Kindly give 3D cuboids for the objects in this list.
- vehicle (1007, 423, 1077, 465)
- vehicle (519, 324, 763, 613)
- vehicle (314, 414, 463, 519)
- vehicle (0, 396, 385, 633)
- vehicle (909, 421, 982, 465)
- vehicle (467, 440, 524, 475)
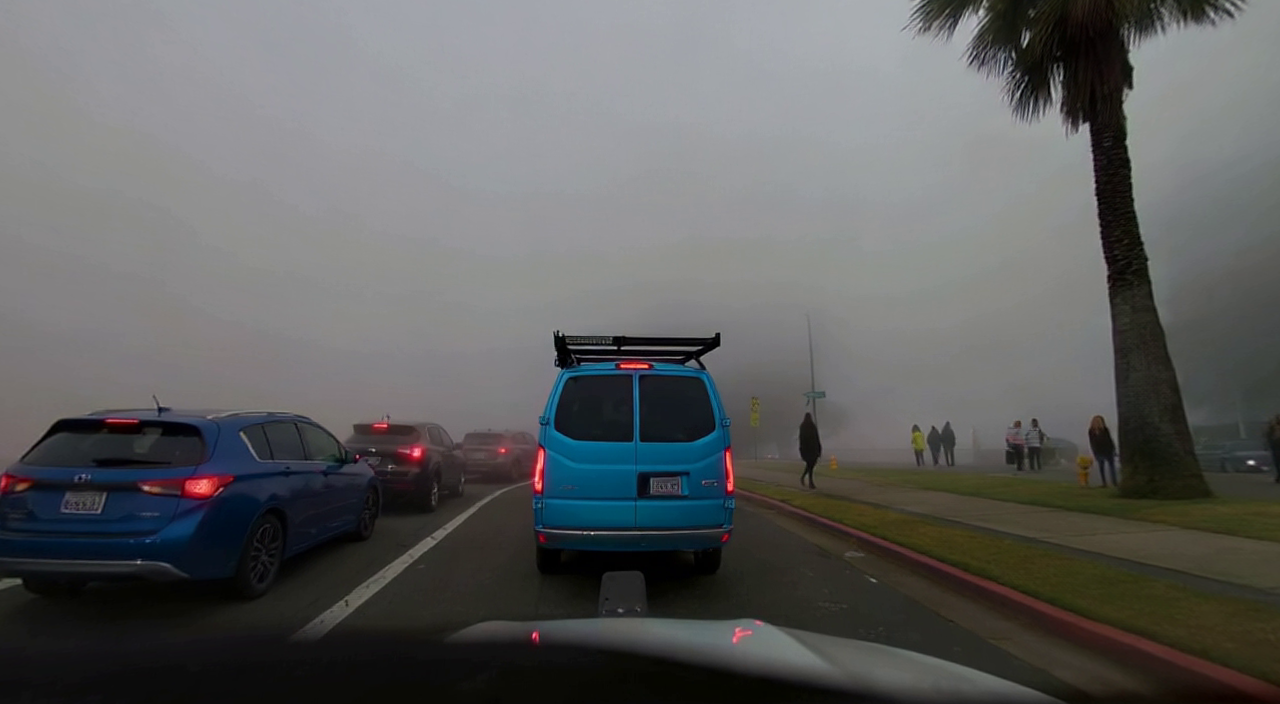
[{"bbox_3d":[15.796,3.613,24.717,2.048,1.475,3.972,-6,-10,34],"label":"vehicle"},{"bbox_3d":[-0.202,1.211,7.169,1.902,2.238,4.263,1,-9,-6],"label":"vehicle"},{"bbox_3d":[-5.202,2.425,13.879,2.089,1.854,5.022,2,-9,-11],"label":"vehicle"},{"bbox_3d":[-4.400,1.467,6.662,1.986,1.643,4.315,1,-9,-6],"label":"vehicle"},{"bbox_3d":[12.645,3.764,26.037,2.046,1.675,3.924,-6,-10,33],"label":"vehicle"},{"bbox_3d":[-6.834,4.890,29.565,1.818,1.479,4.428,4,-9,-22],"label":"vehicle"}]
